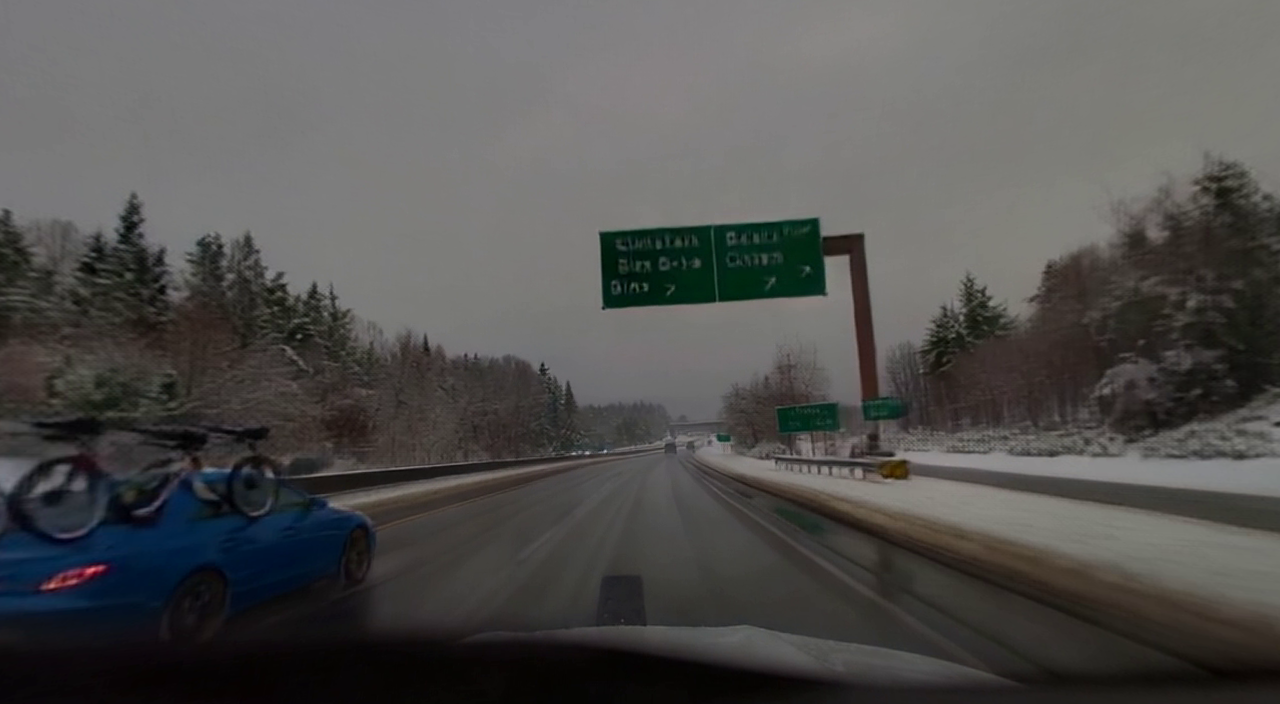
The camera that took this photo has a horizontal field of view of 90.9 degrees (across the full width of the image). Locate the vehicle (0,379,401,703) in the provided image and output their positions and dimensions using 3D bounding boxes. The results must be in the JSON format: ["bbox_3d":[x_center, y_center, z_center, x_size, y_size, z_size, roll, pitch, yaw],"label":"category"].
[{"bbox_3d":[-3.469,1.161,4.100,2.108,1.557,4.344,0,-9,0],"label":"vehicle"}]
